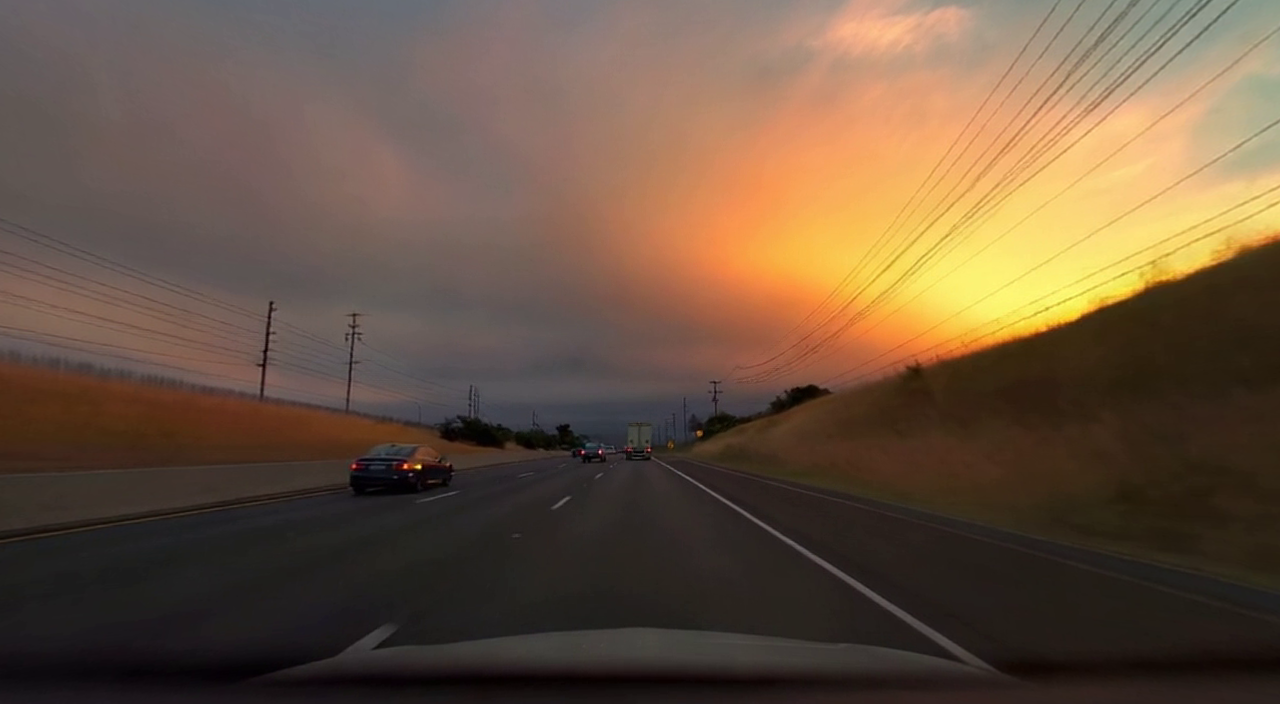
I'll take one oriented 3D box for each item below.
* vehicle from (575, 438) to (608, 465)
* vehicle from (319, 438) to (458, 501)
[{"bbox_3d":[-3.725,7.780,49.384,2.207,1.949,4.911,0,-9,0],"label":"vehicle"},{"bbox_3d":[-6.986,3.307,18.187,2.066,1.558,4.607,0,-9,0],"label":"vehicle"}]
